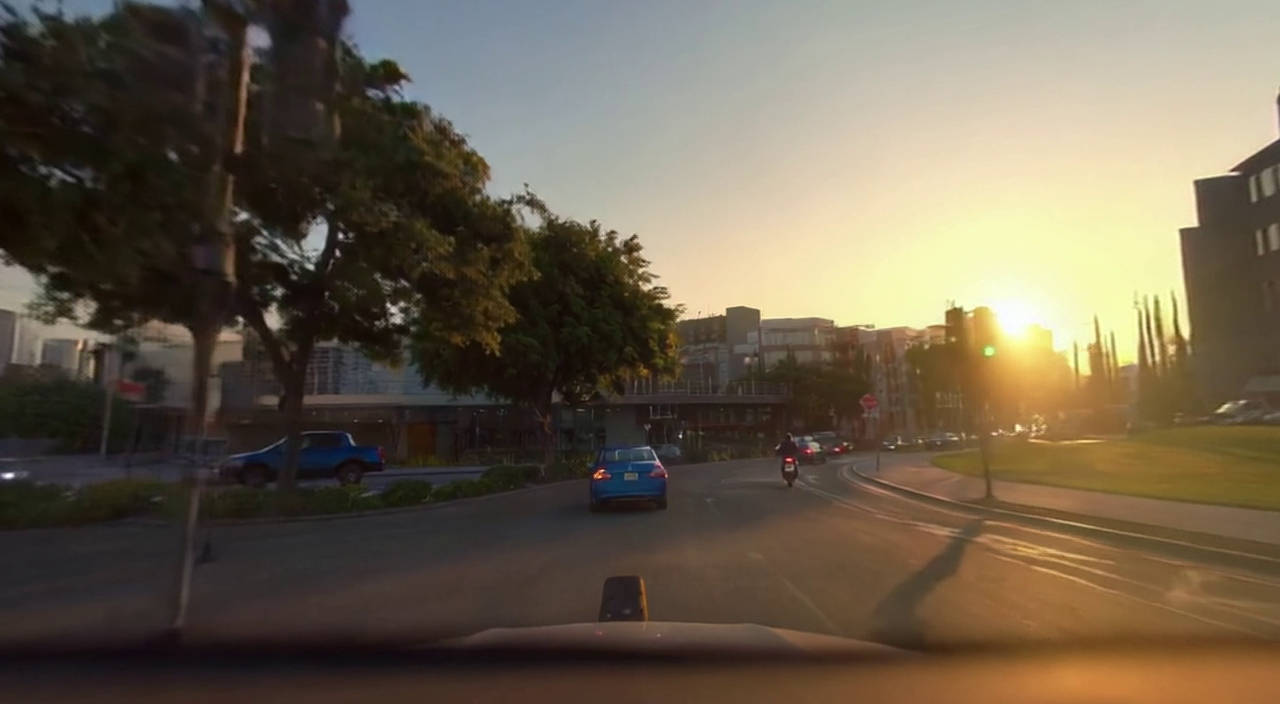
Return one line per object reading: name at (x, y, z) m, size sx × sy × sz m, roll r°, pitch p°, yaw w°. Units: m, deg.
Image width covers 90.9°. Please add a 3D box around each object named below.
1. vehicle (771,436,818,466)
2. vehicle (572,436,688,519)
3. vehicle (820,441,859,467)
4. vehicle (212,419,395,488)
vehicle at (10.136, 6.467, 41.159) m, size 2.212 × 1.790 × 4.768 m, roll -4°, pitch -10°, yaw 22°
vehicle at (-0.181, 2.601, 13.501) m, size 2.118 × 1.480 × 3.949 m, roll 0°, pitch -9°, yaw 0°
vehicle at (12.759, 6.476, 40.130) m, size 1.822 × 1.555 × 3.574 m, roll -5°, pitch -10°, yaw 25°
vehicle at (-15.225, 4.693, 29.256) m, size 2.287 × 2.780 × 7.166 m, roll -6°, pitch -10°, yaw 31°
